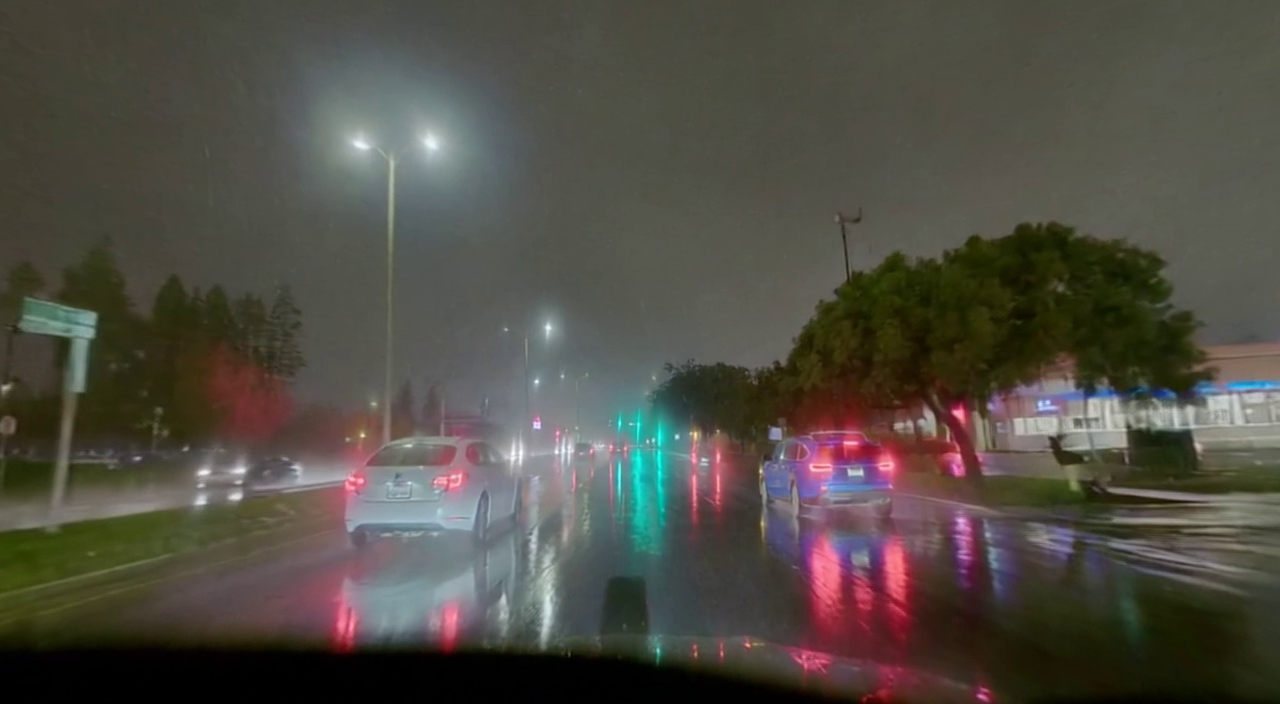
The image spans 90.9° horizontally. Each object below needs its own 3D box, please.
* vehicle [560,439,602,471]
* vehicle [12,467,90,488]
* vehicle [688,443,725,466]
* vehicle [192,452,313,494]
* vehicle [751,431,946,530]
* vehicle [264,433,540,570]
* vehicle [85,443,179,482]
[{"bbox_3d":[-3.349,5.971,36.755,1.981,1.731,4.360,0,-8,1],"label":"vehicle"},{"bbox_3d":[-46.058,9.801,49.316,4.359,1.456,1.744,-1,-9,2],"label":"vehicle"},{"bbox_3d":[4.466,6.985,43.128,1.996,1.443,4.270,0,-8,-1],"label":"vehicle"},{"bbox_3d":[-15.329,4.789,25.317,1.858,1.468,4.666,0,-8,1],"label":"vehicle"},{"bbox_3d":[3.594,2.310,11.984,2.036,1.480,4.659,0,-8,-1],"label":"vehicle"},{"bbox_3d":[-2.976,1.988,9.337,2.082,1.460,4.922,0,-8,1],"label":"vehicle"},{"bbox_3d":[-39.776,8.647,49.479,5.275,2.878,2.410,-2,-8,2],"label":"vehicle"}]
